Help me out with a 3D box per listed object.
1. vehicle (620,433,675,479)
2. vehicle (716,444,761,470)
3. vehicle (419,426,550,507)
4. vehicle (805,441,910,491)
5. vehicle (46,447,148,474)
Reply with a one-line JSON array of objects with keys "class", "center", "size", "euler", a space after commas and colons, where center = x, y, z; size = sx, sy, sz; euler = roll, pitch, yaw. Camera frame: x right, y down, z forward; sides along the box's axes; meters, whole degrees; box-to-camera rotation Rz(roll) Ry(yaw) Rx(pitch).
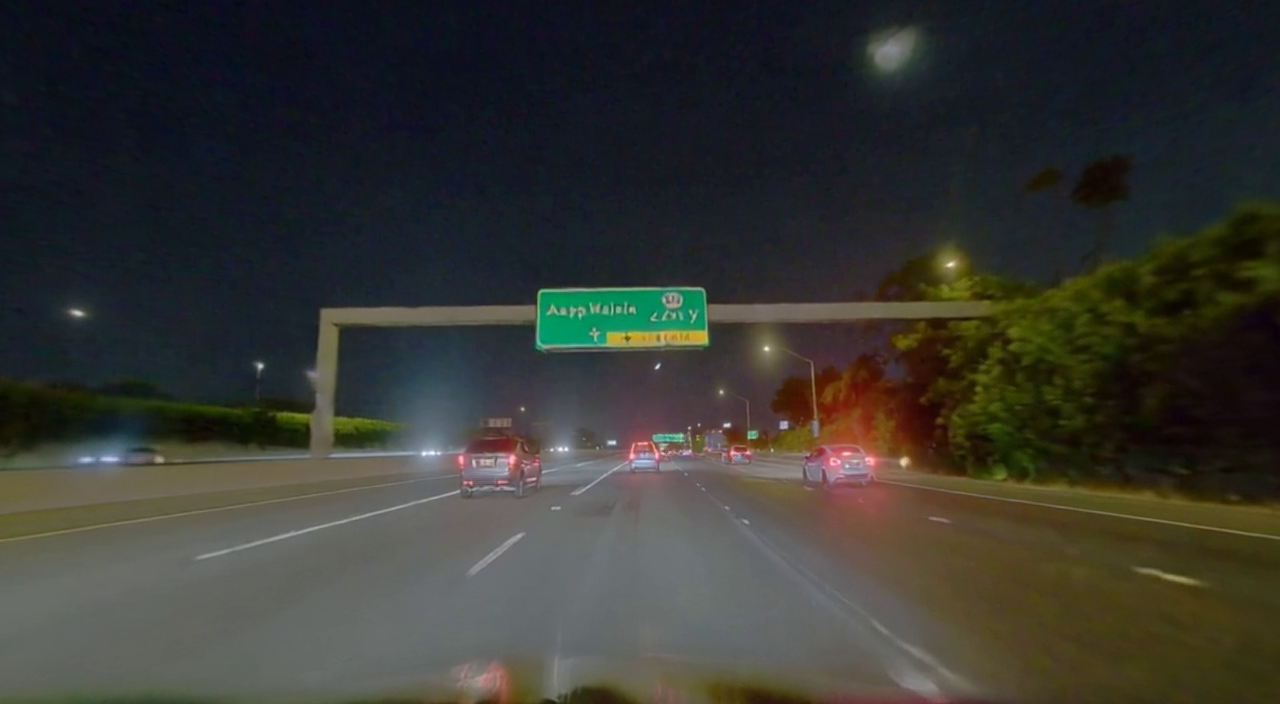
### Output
[{"class": "vehicle", "center": [0.328, 4.680, 28.522], "size": [2.270, 1.862, 4.949], "euler": [0, -9, 1]}, {"class": "vehicle", "center": [5.862, 6.309, 38.088], "size": [2.005, 1.456, 4.287], "euler": [0, -9, -1]}, {"class": "vehicle", "center": [-3.779, 2.877, 16.188], "size": [2.142, 1.759, 4.297], "euler": [0, -9, 2]}, {"class": "vehicle", "center": [7.105, 3.753, 21.105], "size": [1.936, 1.480, 4.373], "euler": [0, -9, 0]}, {"class": "vehicle", "center": [-32.529, 6.497, 37.923], "size": [1.851, 1.532, 4.535], "euler": [-1, -9, 4]}]
